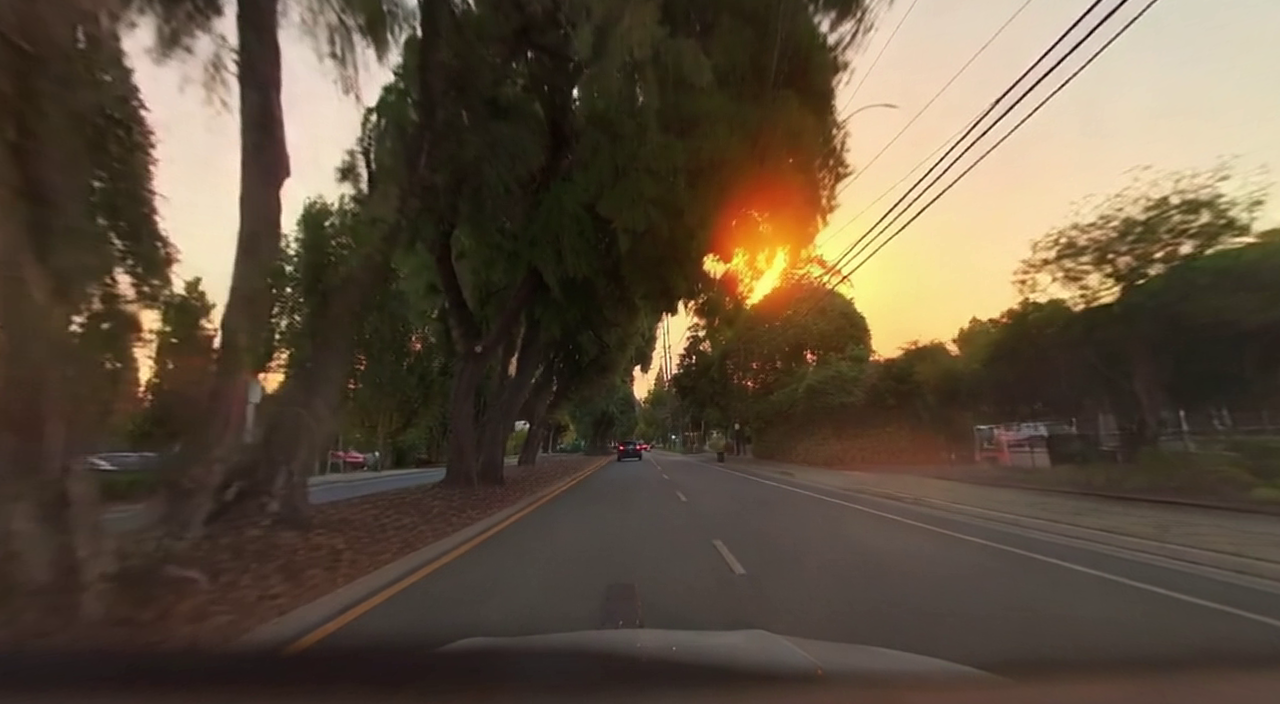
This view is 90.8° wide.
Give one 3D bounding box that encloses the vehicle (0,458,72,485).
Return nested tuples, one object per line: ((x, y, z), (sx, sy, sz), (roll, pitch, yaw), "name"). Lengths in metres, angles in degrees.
((-33.663, 6.420, 34.038), (4.186, 1.373, 2.055), (-1, -9, 3), "vehicle")

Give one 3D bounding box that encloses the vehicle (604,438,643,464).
((-1.251, 7.107, 45.403), (2.240, 1.704, 4.374), (1, -9, -8), "vehicle")

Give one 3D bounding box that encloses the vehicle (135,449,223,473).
((-34.087, 8.070, 46.832), (4.764, 1.722, 2.198), (0, -9, 0), "vehicle")

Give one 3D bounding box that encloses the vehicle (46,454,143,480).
((-33.595, 7.072, 38.959), (4.323, 1.523, 1.900), (0, -7, 3), "vehicle")
